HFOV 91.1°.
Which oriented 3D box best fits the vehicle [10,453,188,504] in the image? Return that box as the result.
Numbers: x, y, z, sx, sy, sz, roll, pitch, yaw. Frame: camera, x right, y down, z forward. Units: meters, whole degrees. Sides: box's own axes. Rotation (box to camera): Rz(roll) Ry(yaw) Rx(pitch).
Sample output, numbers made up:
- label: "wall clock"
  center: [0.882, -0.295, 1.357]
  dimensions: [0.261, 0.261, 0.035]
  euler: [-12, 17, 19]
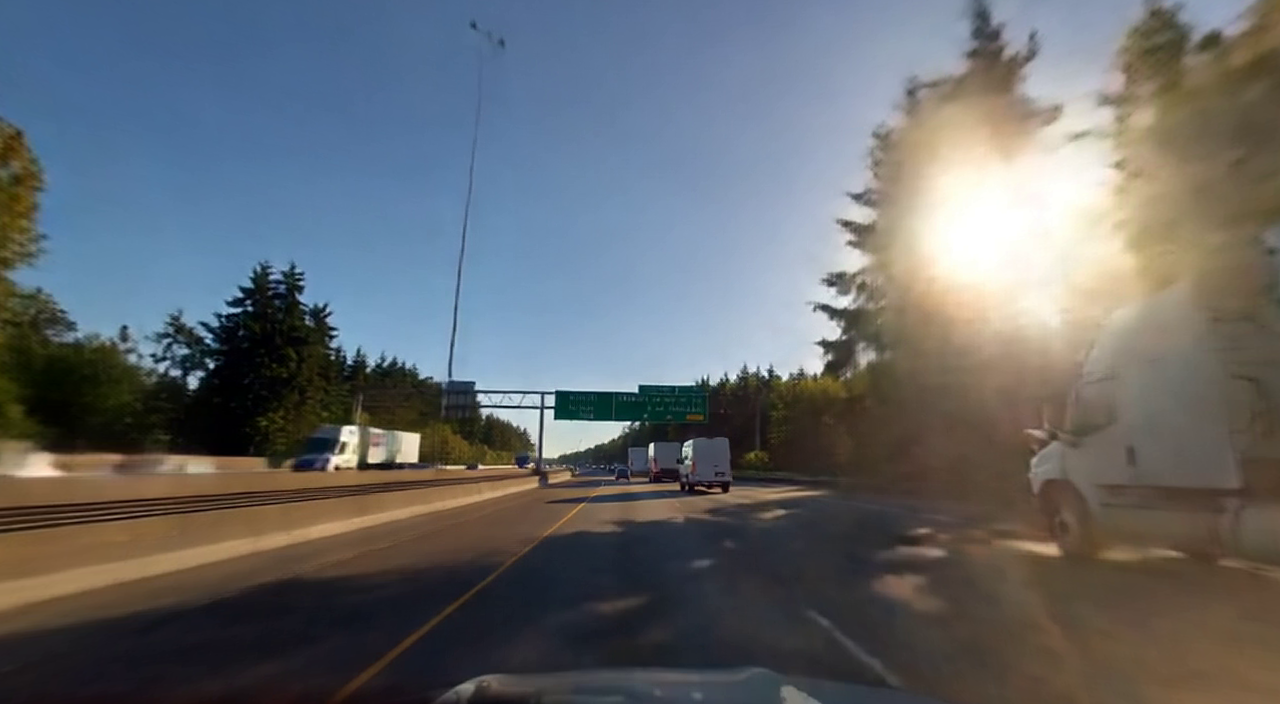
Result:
- label: "vehicle"
  center: [-17.531, 4.136, 20.714]
  dimensions: [1.875, 1.453, 4.480]
  euler: [1, -10, -1]

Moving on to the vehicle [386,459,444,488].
- label: "vehicle"
  center: [-14.298, 7.771, 40.264]
  dimensions: [1.996, 1.658, 4.607]
  euler: [1, -10, 0]

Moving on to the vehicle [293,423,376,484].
- label: "vehicle"
  center: [-21.760, 7.368, 45.199]
  dimensions: [2.923, 3.992, 5.858]
  euler: [1, -10, -1]

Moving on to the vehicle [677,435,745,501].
- label: "vehicle"
  center: [3.033, 5.204, 28.223]
  dimensions: [2.291, 2.639, 5.280]
  euler: [1, -10, -2]

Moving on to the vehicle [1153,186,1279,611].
- label: "vehicle"
  center: [7.667, -0.613, 0.268]
  dimensions: [2.866, 4.102, 14.351]
  euler: [1, -10, 0]
